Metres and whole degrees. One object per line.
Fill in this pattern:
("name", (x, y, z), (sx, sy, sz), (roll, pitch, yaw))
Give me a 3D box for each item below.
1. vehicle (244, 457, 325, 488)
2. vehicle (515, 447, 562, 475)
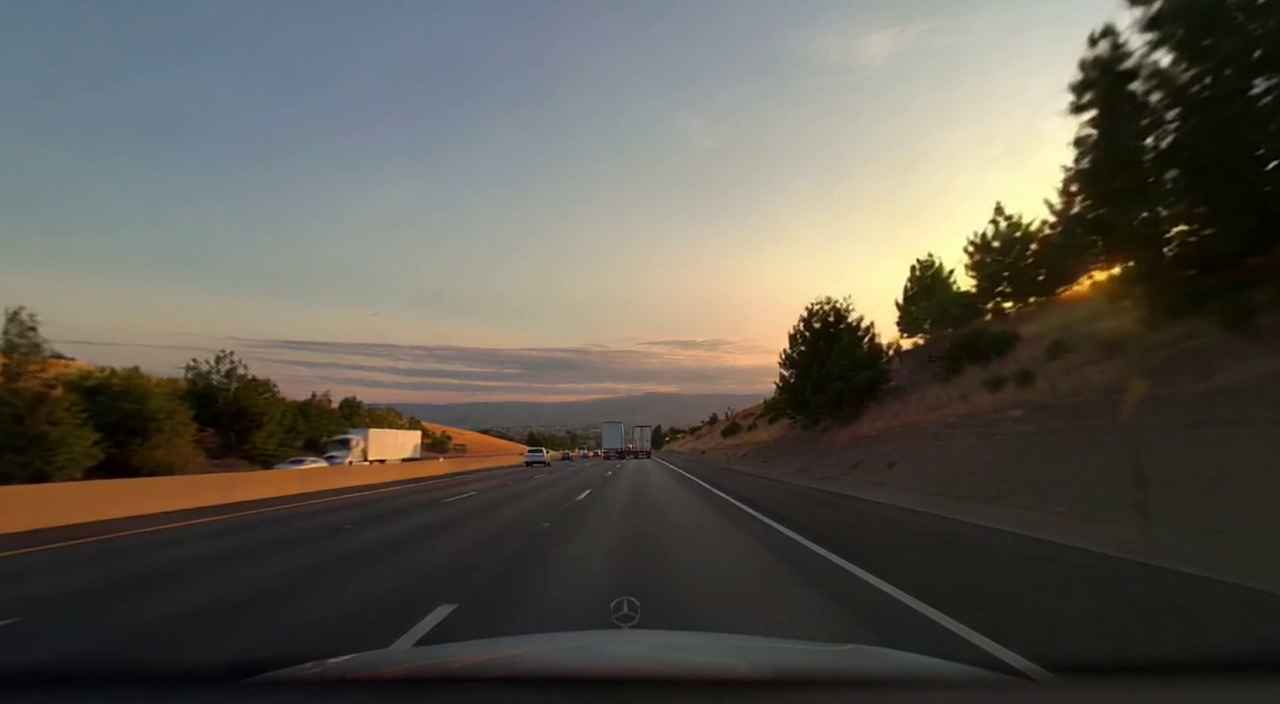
("vehicle", (-18.697, 6.332, 33.434), (1.815, 1.431, 4.216), (0, -9, 0))
("vehicle", (-5.788, 6.282, 36.535), (2.091, 1.527, 4.455), (0, -9, -1))
